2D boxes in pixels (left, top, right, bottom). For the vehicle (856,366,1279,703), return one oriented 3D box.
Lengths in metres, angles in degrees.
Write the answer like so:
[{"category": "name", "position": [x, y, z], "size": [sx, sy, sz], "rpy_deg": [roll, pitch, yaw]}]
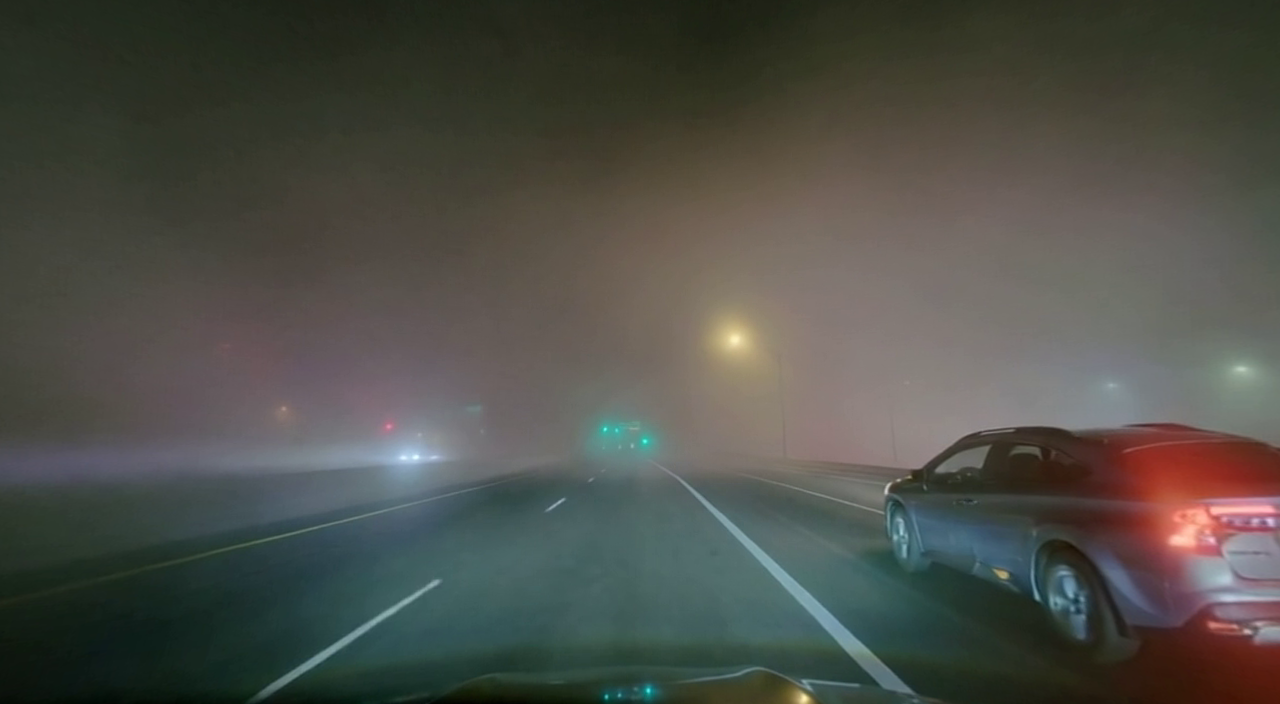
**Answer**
[{"category": "vehicle", "position": [3.486, 1.182, 4.674], "size": [2.104, 1.575, 4.698], "rpy_deg": [0, -9, 0]}]
